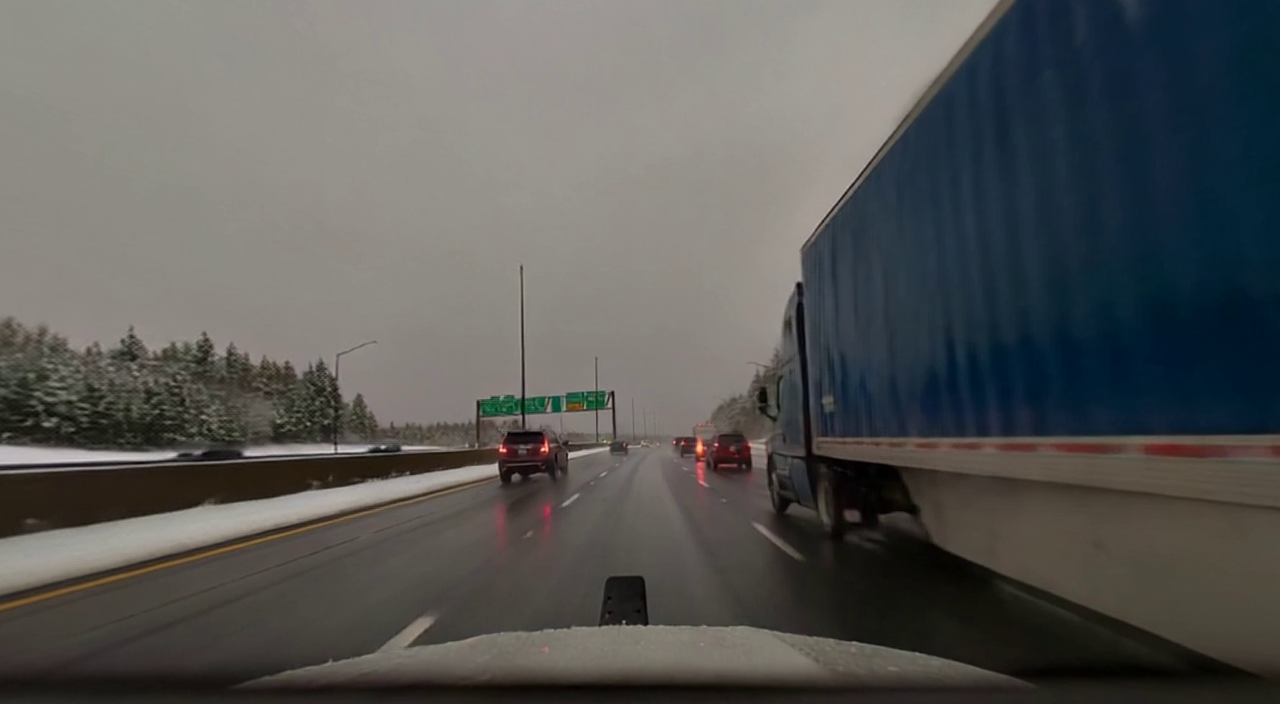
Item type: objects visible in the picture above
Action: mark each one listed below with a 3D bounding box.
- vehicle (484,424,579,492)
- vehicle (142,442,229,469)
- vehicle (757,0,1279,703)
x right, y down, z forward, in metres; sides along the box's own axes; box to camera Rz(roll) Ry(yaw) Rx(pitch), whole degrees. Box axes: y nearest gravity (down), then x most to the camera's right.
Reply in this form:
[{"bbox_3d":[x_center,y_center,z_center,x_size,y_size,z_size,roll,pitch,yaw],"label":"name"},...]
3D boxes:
[{"bbox_3d":[-3.050,3.108,18.759,2.006,1.741,4.277,-1,-8,1],"label":"vehicle"},{"bbox_3d":[-27.632,6.301,38.515,1.800,1.510,4.360,-2,-8,5],"label":"vehicle"},{"bbox_3d":[3.764,-0.045,4.515,2.903,4.190,15.630,-1,-8,0],"label":"vehicle"}]
